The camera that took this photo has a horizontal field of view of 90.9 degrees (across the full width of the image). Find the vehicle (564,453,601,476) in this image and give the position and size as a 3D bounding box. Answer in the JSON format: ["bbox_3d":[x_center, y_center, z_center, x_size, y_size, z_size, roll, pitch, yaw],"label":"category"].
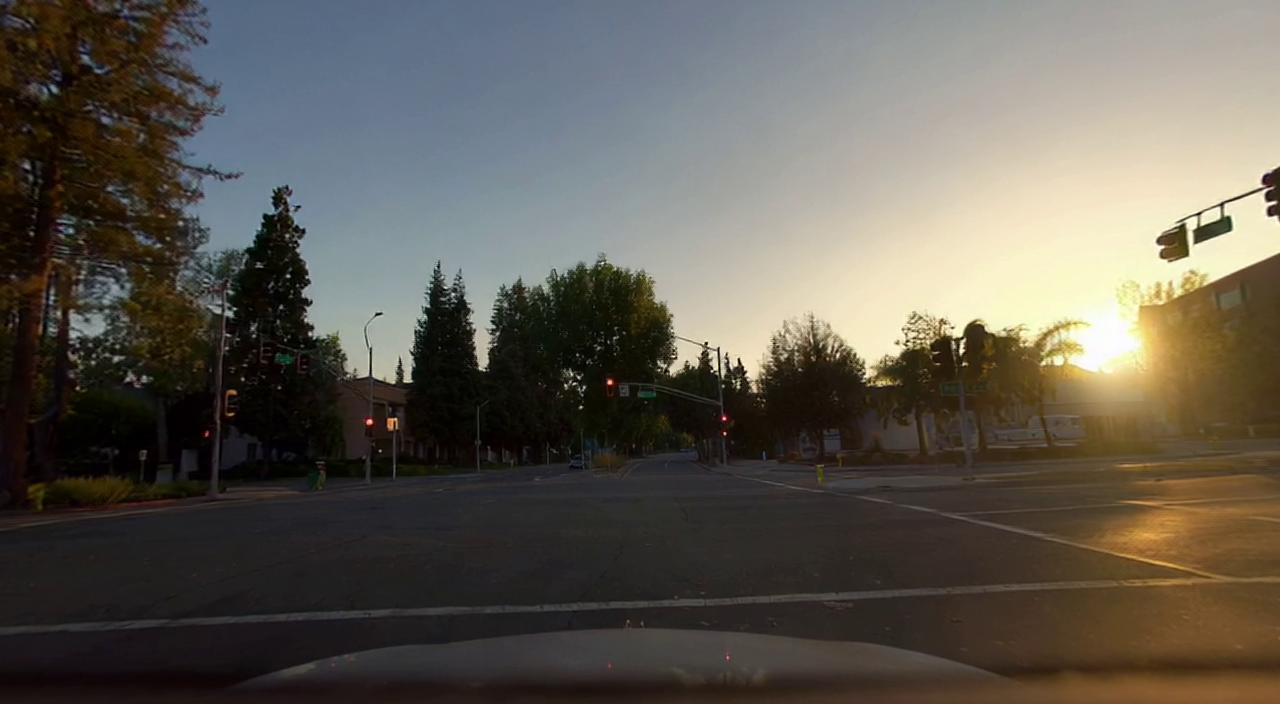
[{"bbox_3d":[-4.481,8.846,49.827,2.030,1.704,4.205,-1,-8,7],"label":"vehicle"}]
